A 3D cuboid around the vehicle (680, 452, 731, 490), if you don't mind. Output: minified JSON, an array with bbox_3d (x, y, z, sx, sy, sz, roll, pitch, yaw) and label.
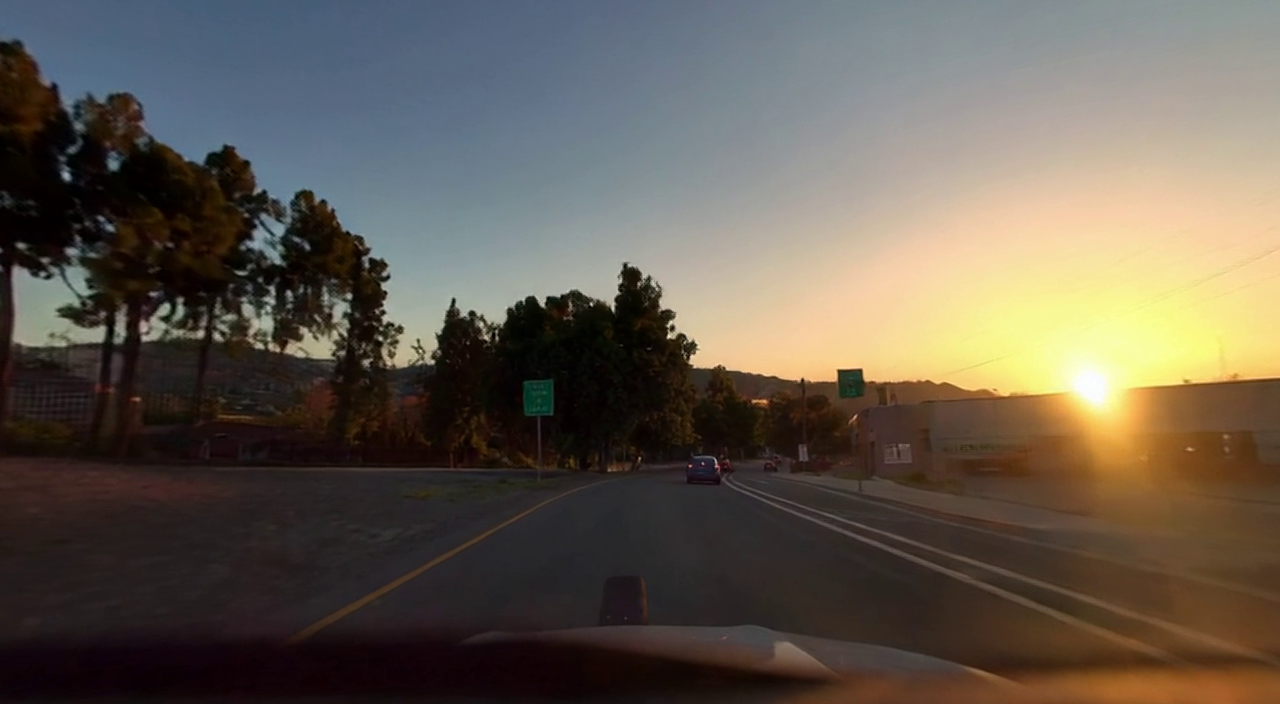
[{"bbox_3d":[2.806,5.192,27.797,1.956,1.473,4.640,-1,-9,3],"label":"vehicle"}]
